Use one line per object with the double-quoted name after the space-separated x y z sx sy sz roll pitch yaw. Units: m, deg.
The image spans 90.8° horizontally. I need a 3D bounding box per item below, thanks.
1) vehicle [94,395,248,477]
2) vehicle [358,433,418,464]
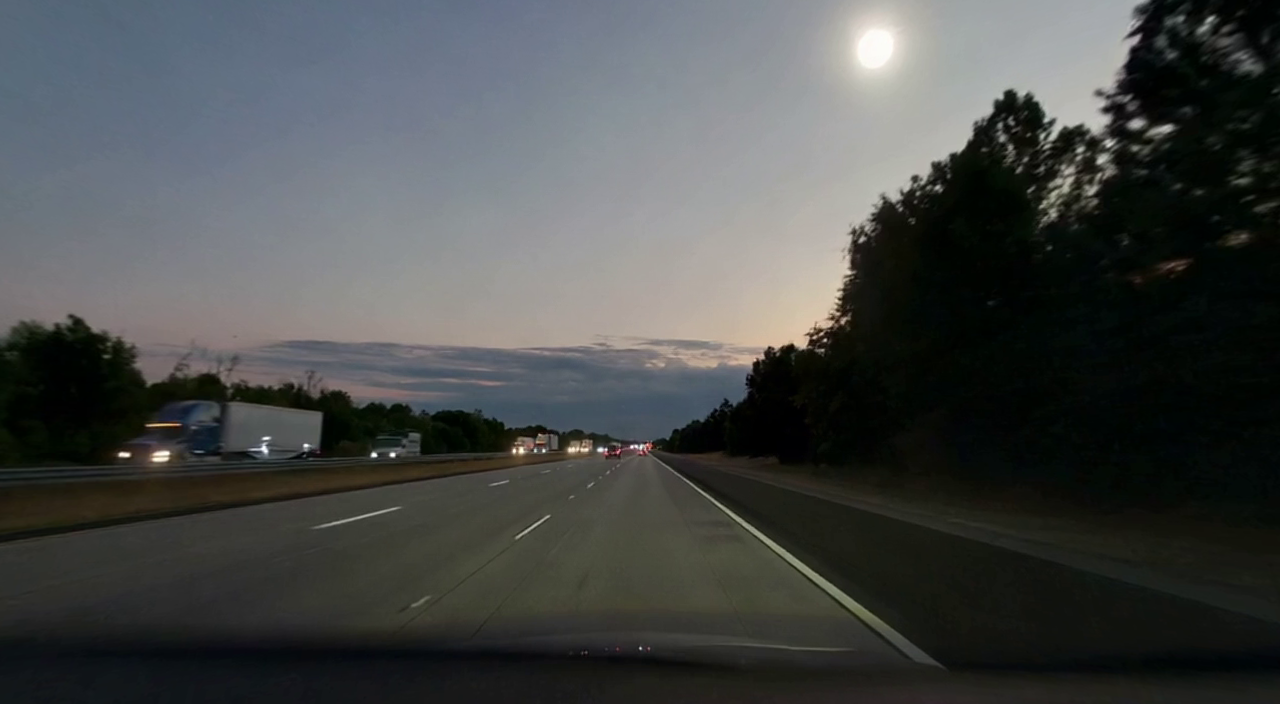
-23.659 4.350 32.355 2.978 3.770 6.115 0 -9 0 "vehicle"
-18.989 7.317 47.860 2.371 2.191 5.138 0 -9 0 "vehicle"
